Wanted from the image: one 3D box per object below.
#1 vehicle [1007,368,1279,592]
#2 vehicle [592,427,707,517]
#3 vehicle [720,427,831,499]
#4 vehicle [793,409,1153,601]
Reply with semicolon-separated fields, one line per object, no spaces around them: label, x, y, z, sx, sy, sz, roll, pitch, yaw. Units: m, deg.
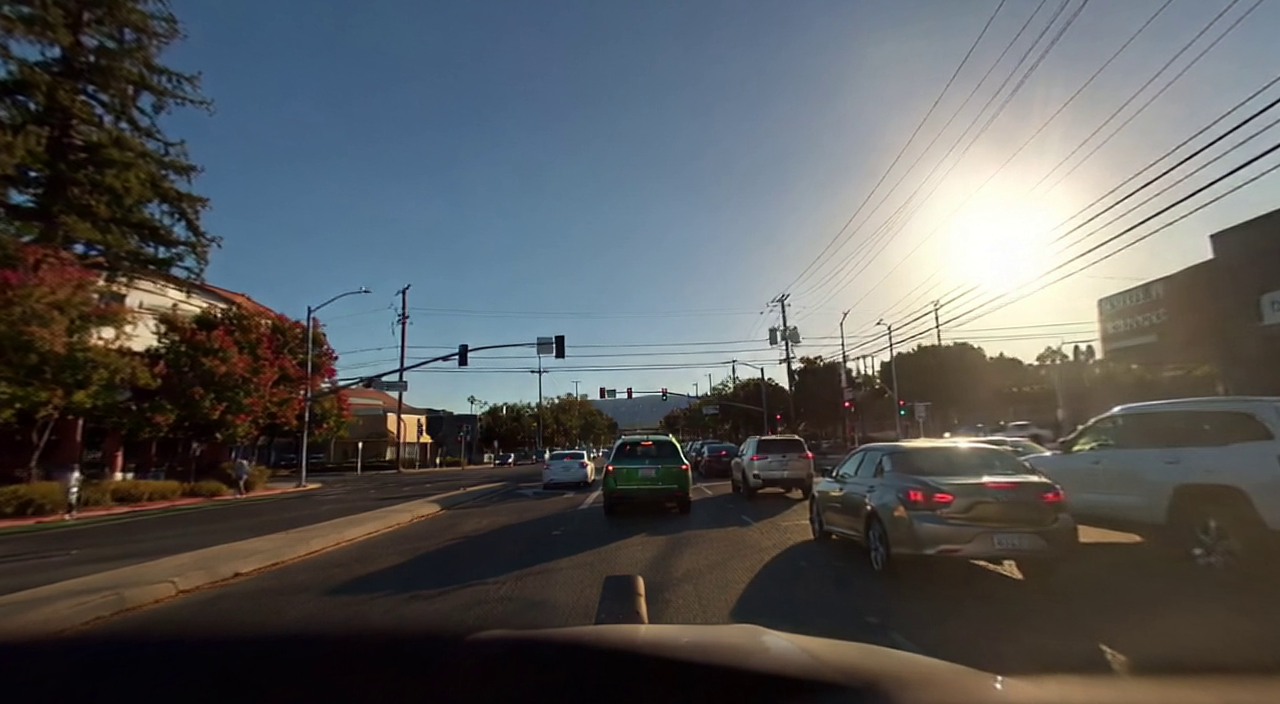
vehicle;6.677;1.373;7.233;2.080;1.958;4.653;0;-9;0
vehicle;0.176;2.549;13.913;2.149;1.668;3.962;0;-9;0
vehicle;3.695;3.138;18.234;2.060;1.789;4.712;0;-9;-1
vehicle;3.347;1.621;7.565;1.998;1.620;4.267;0;-9;1
